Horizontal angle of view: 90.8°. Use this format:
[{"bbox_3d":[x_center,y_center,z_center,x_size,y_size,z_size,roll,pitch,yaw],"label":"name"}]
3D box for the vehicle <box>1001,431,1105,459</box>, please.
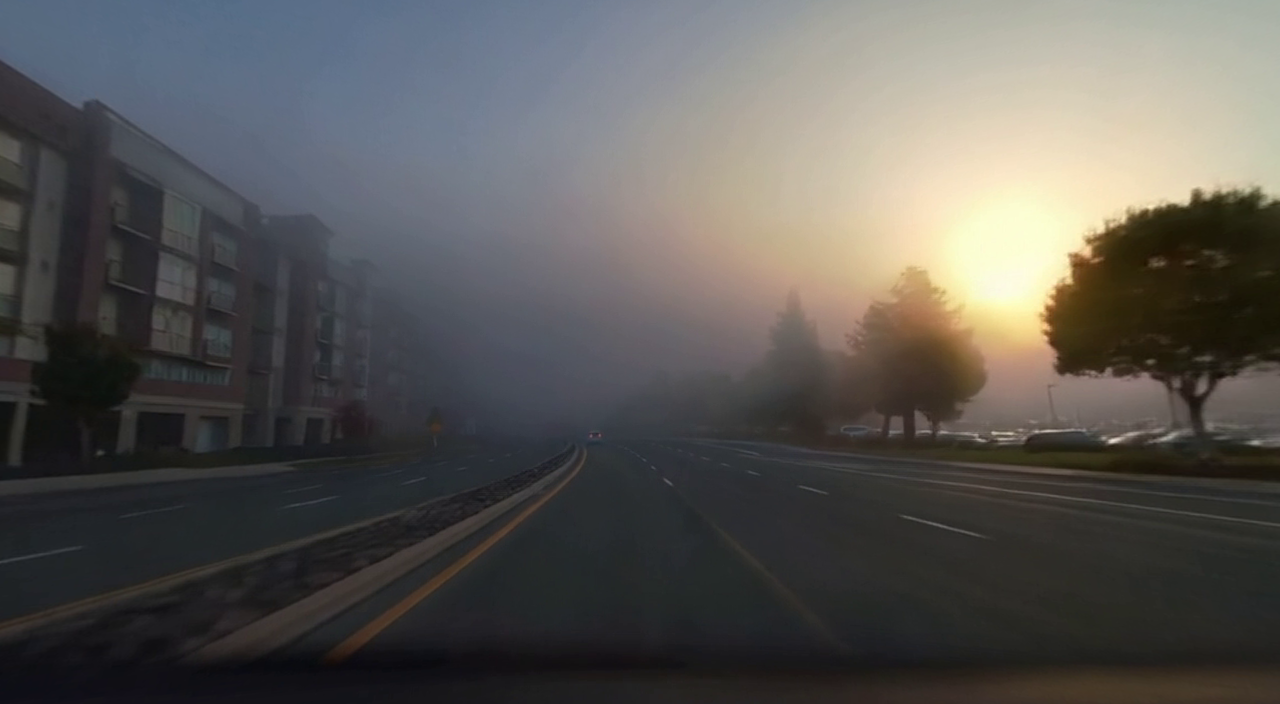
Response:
[{"bbox_3d":[27.041,6.118,41.505,5.365,1.726,2.032,-1,-8,-1],"label":"vehicle"}]
